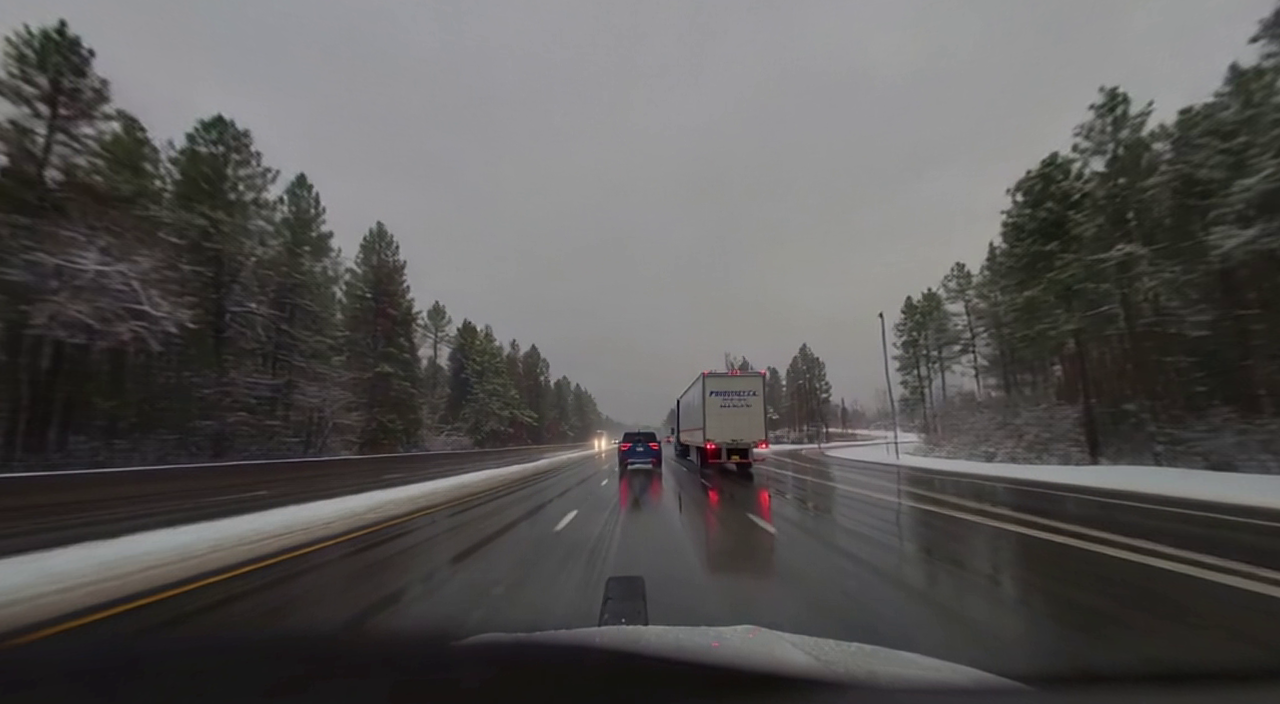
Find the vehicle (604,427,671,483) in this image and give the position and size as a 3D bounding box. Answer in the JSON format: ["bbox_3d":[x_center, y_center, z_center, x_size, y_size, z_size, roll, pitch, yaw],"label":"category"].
[{"bbox_3d":[-0.100,3.815,23.554,2.222,1.848,4.610,0,-8,0],"label":"vehicle"}]

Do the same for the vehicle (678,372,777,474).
[{"bbox_3d":[4.075,4.120,34.146,2.899,4.160,16.621,0,-8,0],"label":"vehicle"}]
